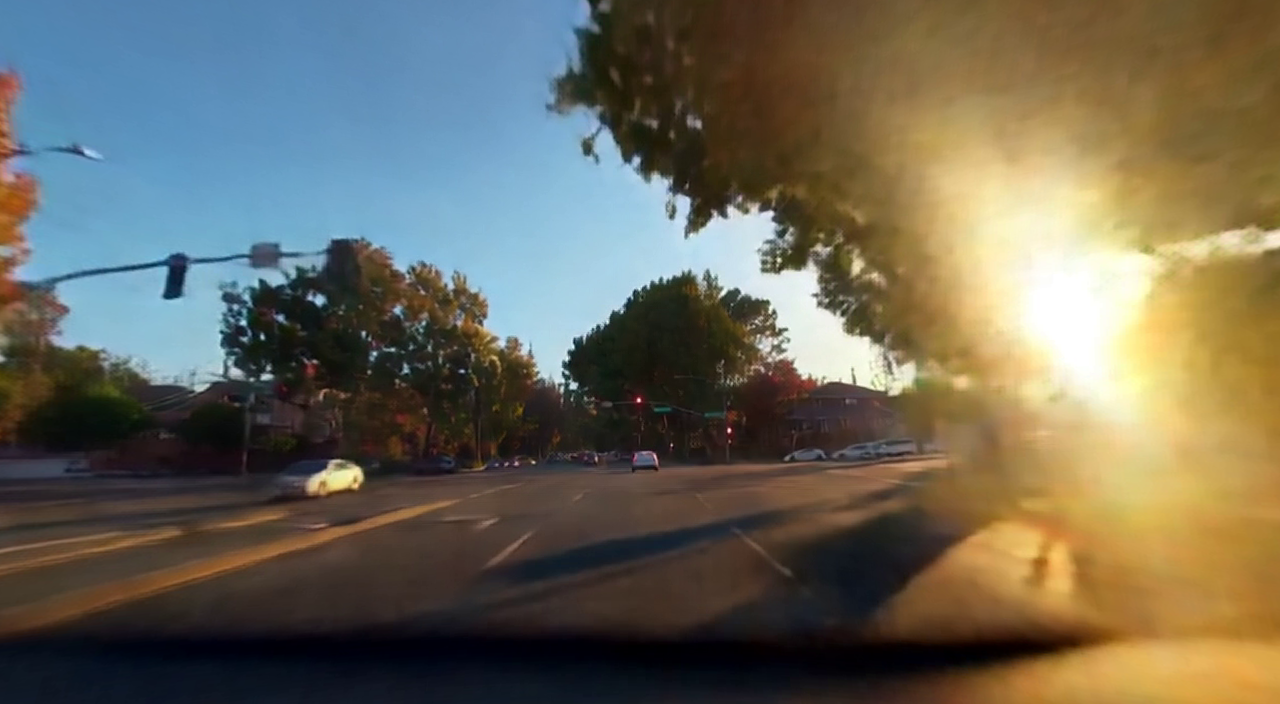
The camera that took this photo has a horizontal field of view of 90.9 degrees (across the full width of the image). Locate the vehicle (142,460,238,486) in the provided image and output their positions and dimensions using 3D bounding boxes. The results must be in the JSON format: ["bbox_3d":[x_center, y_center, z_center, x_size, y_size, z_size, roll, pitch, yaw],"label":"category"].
[{"bbox_3d":[-28.308,7.612,39.767,4.415,1.475,2.183,-1,-9,2],"label":"vehicle"}]

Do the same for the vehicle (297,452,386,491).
[{"bbox_3d":[-14.838,5.916,31.675,2.138,1.761,4.611,-1,-9,0],"label":"vehicle"}]

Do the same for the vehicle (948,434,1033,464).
[{"bbox_3d":[25.307,7.022,45.625,4.897,1.637,1.895,-6,-9,1],"label":"vehicle"}]

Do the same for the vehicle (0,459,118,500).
[{"bbox_3d":[-27.851,5.972,29.663,4.569,1.790,2.292,-1,-9,3],"label":"vehicle"}]

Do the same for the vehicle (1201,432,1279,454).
[{"bbox_3d":[46.600,7.065,48.672,4.485,1.575,1.903,-2,-9,2],"label":"vehicle"}]

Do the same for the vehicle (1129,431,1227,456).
[{"bbox_3d":[36.174,6.176,42.486,4.586,1.634,2.107,-1,-9,0],"label":"vehicle"}]

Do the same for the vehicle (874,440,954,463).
[{"bbox_3d":[18.576,6.762,42.835,4.474,1.482,1.937,-1,-9,1],"label":"vehicle"}]

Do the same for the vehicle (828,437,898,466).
[{"bbox_3d":[17.430,7.806,49.357,4.554,1.704,2.121,-6,-9,1],"label":"vehicle"}]

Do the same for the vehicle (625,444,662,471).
[{"bbox_3d":[0.183,7.310,43.830,2.437,1.737,4.420,0,-9,-1],"label":"vehicle"}]
